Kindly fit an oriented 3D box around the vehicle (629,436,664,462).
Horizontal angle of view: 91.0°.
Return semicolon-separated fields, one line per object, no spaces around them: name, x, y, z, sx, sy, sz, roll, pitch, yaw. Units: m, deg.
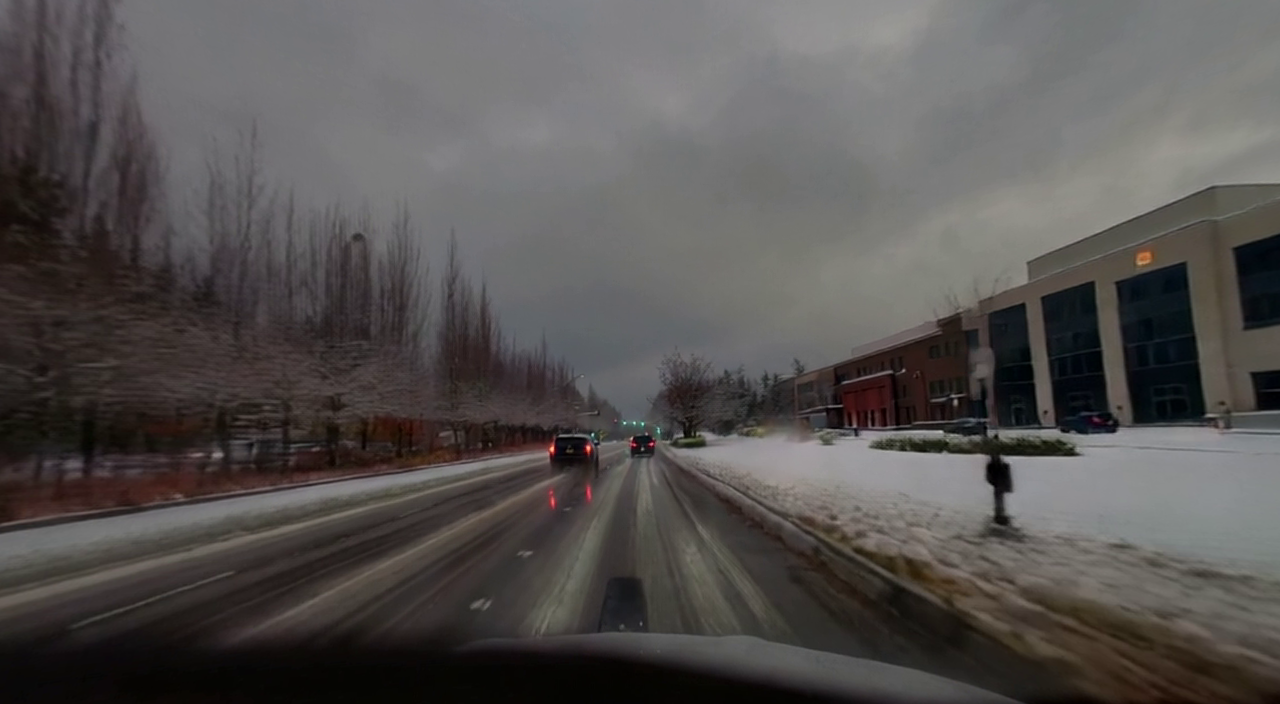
vehicle;0.363;5.983;38.993;2.040;1.493;3.682;0;-8;0

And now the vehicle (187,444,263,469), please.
vehicle;-27.769;6.976;42.292;1.834;1.473;4.642;0;-8;1

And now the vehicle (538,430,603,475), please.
vehicle;-2.836;4.233;26.747;2.197;1.709;4.069;0;-8;2
